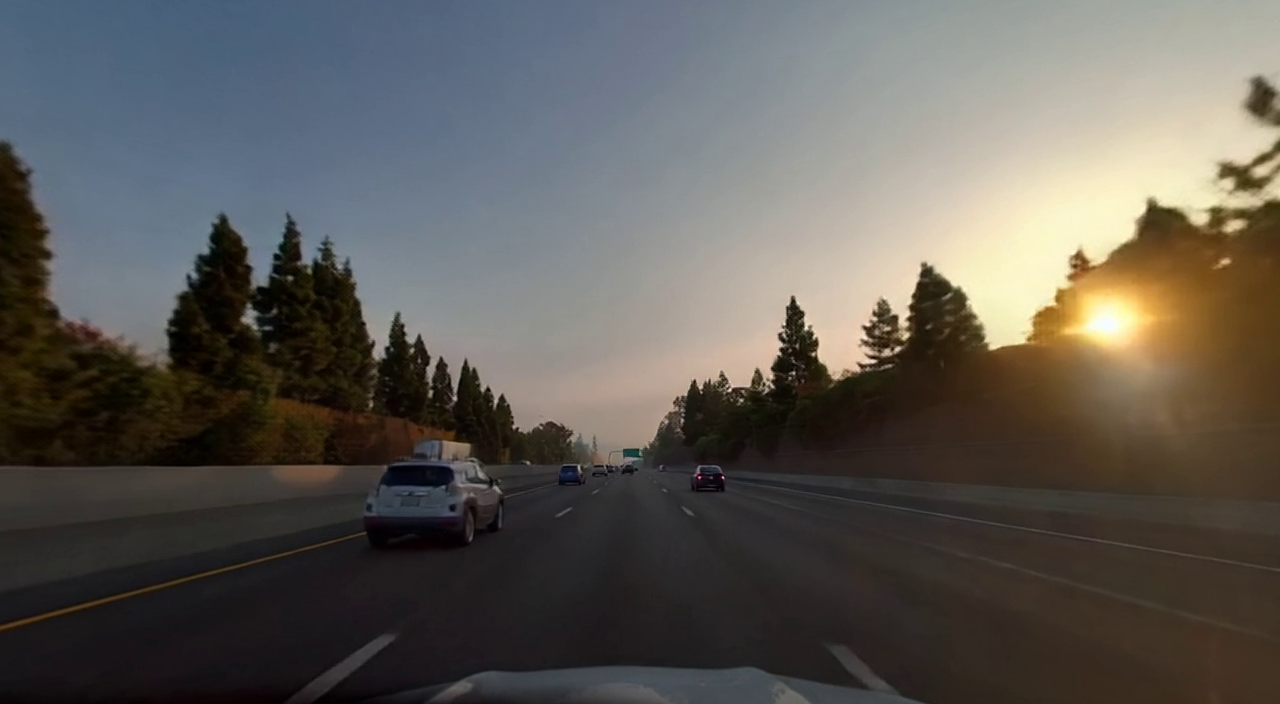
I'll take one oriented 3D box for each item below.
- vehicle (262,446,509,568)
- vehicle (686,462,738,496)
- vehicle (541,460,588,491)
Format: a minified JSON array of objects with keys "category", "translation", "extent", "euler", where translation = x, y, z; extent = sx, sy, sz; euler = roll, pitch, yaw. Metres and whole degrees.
[{"category":"vehicle","translation":[-3.643,2.362,10.245],"extent":[2.004,1.468,4.812],"euler":[1,-10,0]},{"category":"vehicle","translation":[3.492,6.247,31.247],"extent":[1.981,1.516,4.109],"euler":[1,-10,-1]},{"category":"vehicle","translation":[-3.909,6.529,33.335],"extent":[2.000,1.484,3.995],"euler":[1,-10,-1]}]
